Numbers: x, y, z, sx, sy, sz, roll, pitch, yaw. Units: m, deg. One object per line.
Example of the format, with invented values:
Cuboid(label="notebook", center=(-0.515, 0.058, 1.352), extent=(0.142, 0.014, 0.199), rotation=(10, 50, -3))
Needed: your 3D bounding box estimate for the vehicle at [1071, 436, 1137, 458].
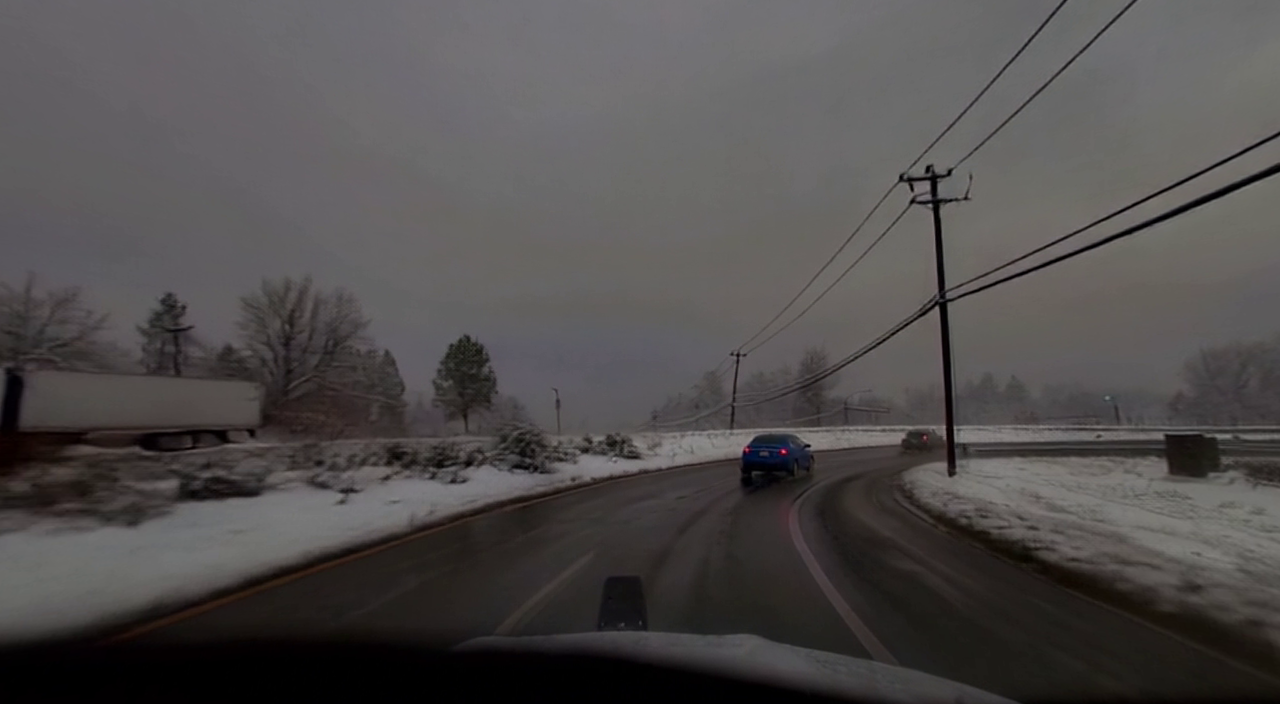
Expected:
Cuboid(label="vehicle", center=(34.667, 7.095, 47.099), extent=(4.102, 1.552, 1.931), rotation=(3, -9, -21))

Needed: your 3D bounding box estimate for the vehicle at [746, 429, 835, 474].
Cuboid(label="vehicle", center=(5.427, 3.494, 22.372), extent=(2.026, 1.407, 4.374), rotation=(-4, -9, 27))

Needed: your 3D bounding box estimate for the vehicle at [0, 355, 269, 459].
Cuboid(label="vehicle", center=(-22.614, 2.695, 28.570), extent=(2.808, 3.992, 9.356), rotation=(-8, -11, 44))

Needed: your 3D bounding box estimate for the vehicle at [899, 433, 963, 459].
Cuboid(label="vehicle", center=(17.672, 5.669, 38.252), extent=(4.307, 1.465, 1.836), rotation=(7, -11, -41))
